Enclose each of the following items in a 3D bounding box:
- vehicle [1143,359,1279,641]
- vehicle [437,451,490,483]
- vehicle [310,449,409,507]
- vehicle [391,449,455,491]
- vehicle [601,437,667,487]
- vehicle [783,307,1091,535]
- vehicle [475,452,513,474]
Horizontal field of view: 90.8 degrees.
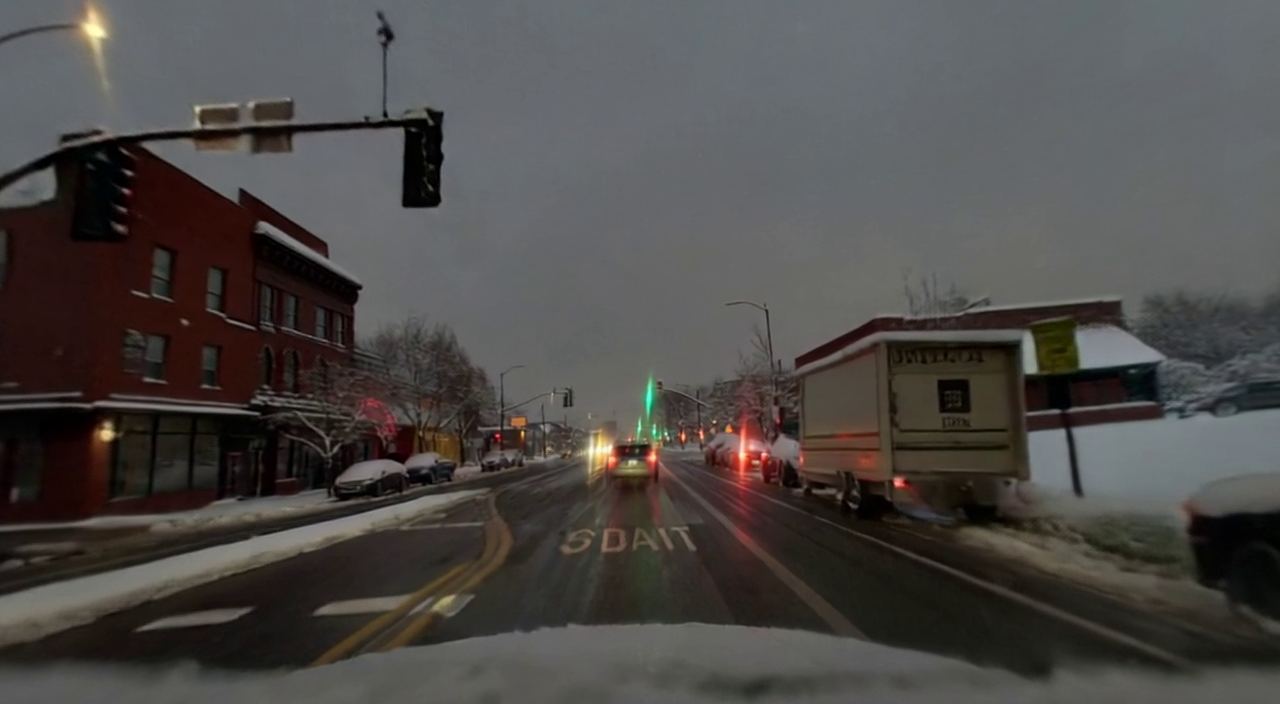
[{"bbox_3d":[5.585,0.741,2.491,2.367,1.917,5.810,0,-8,0],"label":"vehicle"},{"bbox_3d":[-11.190,7.305,40.361,1.920,1.498,4.591,-5,-6,2],"label":"vehicle"},{"bbox_3d":[-11.327,5.053,25.843,2.055,1.685,4.370,-5,-6,-1],"label":"vehicle"},{"bbox_3d":[-11.472,6.230,33.748,1.872,1.731,4.656,-4,-6,-2],"label":"vehicle"},{"bbox_3d":[-0.198,3.799,22.161,2.086,1.575,4.205,0,-8,0],"label":"vehicle"},{"bbox_3d":[5.428,1.570,13.548,2.893,3.553,7.295,0,-8,-1],"label":"vehicle"},{"bbox_3d":[-11.186,8.504,48.668,1.868,1.502,4.626,0,-8,-1],"label":"vehicle"}]
